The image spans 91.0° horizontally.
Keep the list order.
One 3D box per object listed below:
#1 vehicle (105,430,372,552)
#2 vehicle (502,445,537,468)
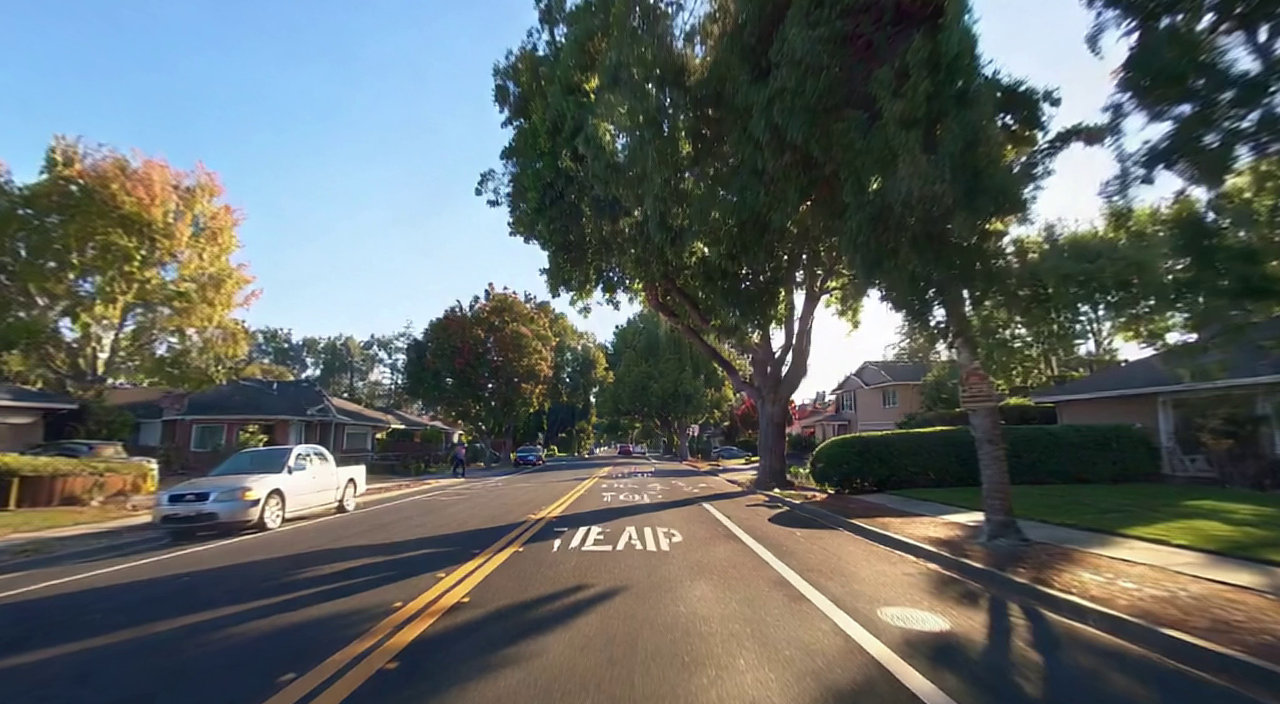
[{"bbox_3d":[-7.292,2.493,12.254,2.063,1.756,4.792,-4,-8,0],"label":"vehicle"},{"bbox_3d":[-9.410,8.197,49.564,1.998,1.684,4.180,0,-9,-1],"label":"vehicle"}]
